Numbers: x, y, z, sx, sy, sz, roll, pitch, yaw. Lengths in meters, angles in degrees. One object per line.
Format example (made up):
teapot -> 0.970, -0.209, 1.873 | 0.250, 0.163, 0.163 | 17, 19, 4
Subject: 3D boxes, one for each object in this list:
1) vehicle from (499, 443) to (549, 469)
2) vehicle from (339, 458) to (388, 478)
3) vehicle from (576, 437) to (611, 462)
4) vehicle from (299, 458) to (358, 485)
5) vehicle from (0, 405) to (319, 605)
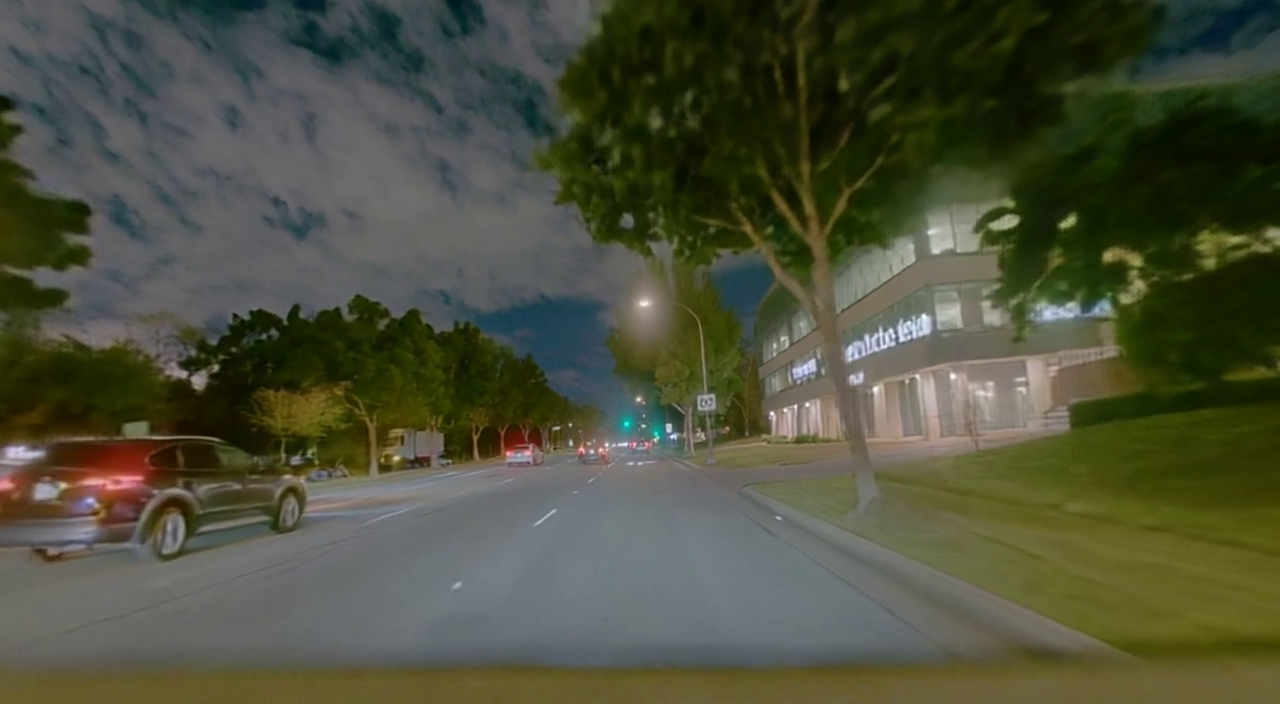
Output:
vehicle -> -6.688, 6.039, 36.830 | 2.072, 1.427, 4.328 | 0, -9, 0
vehicle -> -21.830, 9.168, 49.971 | 1.783, 1.456, 4.350 | -1, -9, 3
vehicle -> -3.222, 6.876, 44.416 | 2.100, 1.661, 3.837 | 0, -9, 1
vehicle -> -21.949, 8.414, 44.607 | 1.900, 1.467, 4.655 | -5, -8, -1
vehicle -> -6.605, 1.783, 8.314 | 2.137, 1.835, 4.844 | 0, -9, 0
